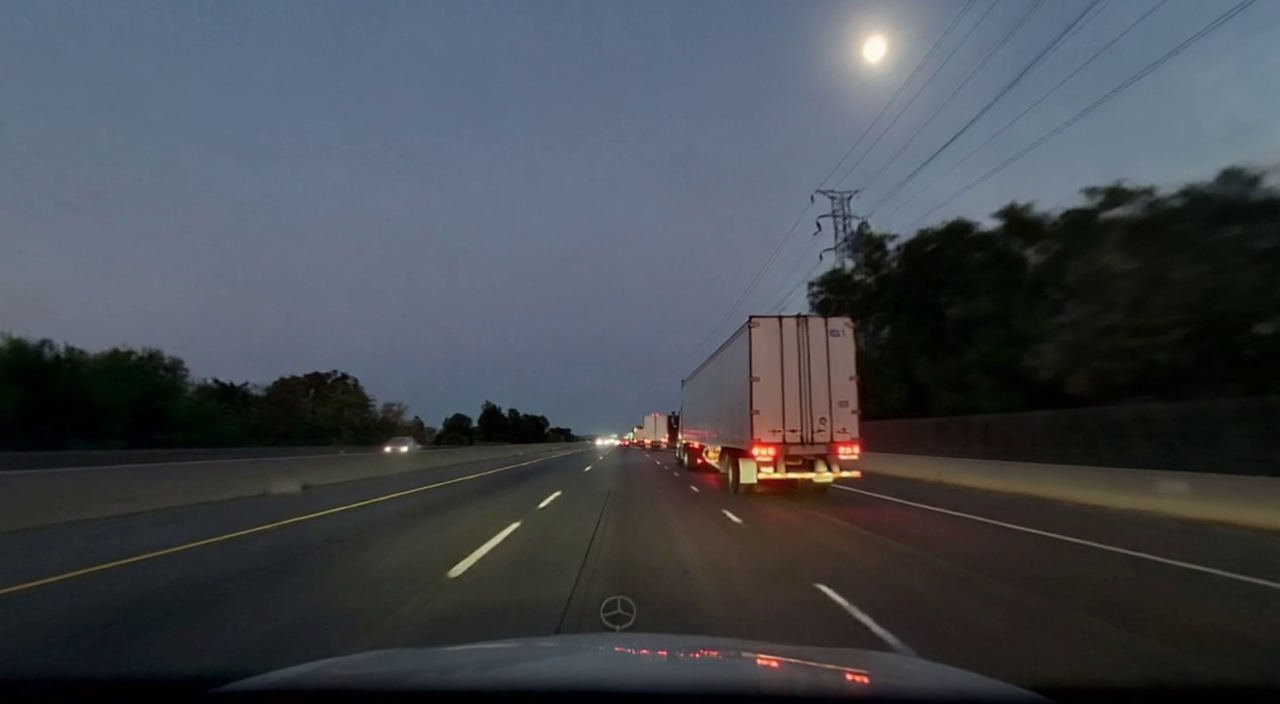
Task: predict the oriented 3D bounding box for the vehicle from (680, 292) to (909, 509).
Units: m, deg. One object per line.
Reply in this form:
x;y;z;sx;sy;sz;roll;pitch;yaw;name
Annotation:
3.304;1.821;18.889;2.905;4.080;14.157;0;-8;-2;vehicle
